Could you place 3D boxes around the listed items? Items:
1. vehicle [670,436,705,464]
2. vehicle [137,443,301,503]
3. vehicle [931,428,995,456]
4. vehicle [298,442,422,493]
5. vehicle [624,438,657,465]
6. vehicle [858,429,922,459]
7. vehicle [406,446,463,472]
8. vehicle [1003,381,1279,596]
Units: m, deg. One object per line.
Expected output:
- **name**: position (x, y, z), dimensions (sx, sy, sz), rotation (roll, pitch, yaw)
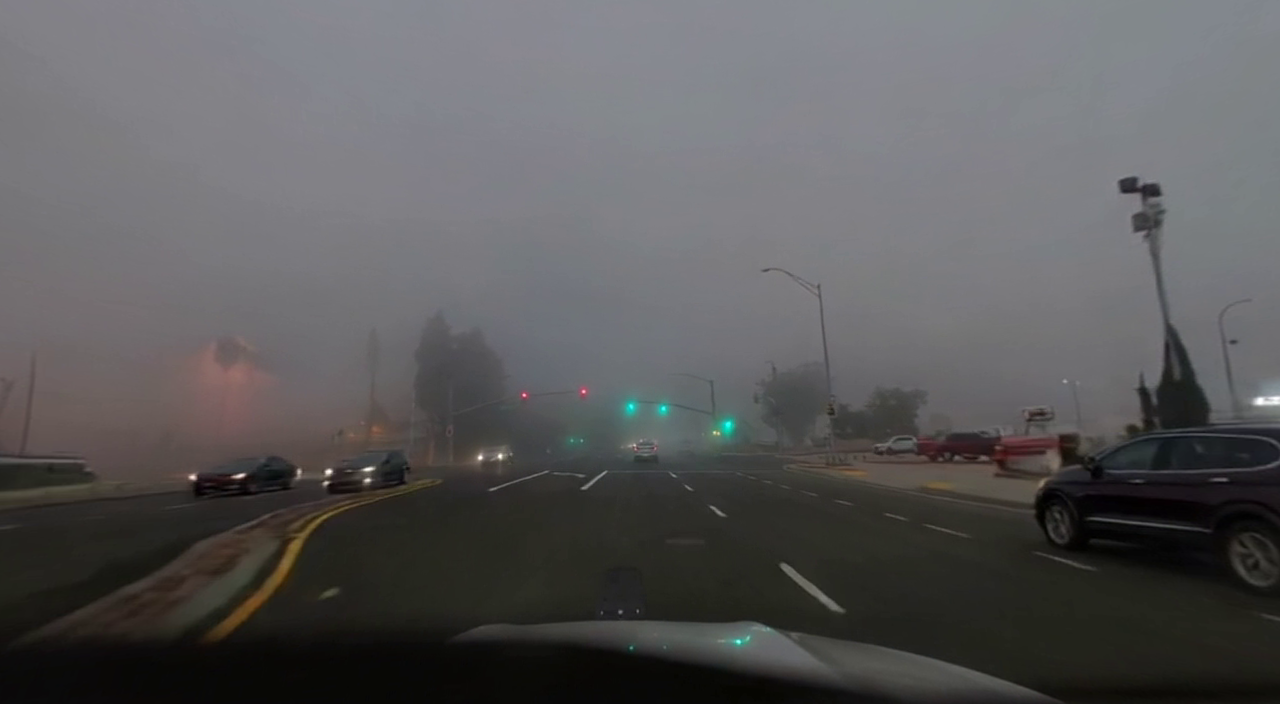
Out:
- **vehicle**: position (3.453, 7.296, 47.205), dimensions (2.190, 1.913, 5.174), rotation (0, -8, 0)
- **vehicle**: position (-12.622, 3.613, 19.414), dimensions (1.972, 1.590, 4.370), rotation (0, -8, 1)
- **vehicle**: position (21.313, 5.956, 41.916), dimensions (1.932, 1.729, 4.354), rotation (-1, -8, 0)
- **vehicle**: position (-9.378, 3.888, 21.750), dimensions (2.042, 1.555, 4.748), rotation (0, -8, 1)
- **vehicle**: position (0.036, 6.777, 43.161), dimensions (2.177, 1.754, 3.815), rotation (0, -8, 1)
- **vehicle**: position (16.257, 6.004, 41.504), dimensions (2.144, 1.816, 4.688), rotation (-1, -8, -1)
- **vehicle**: position (-12.839, 6.695, 39.867), dimensions (1.974, 1.557, 4.790), rotation (0, -8, 0)
- **vehicle**: position (6.442, 1.369, 6.800), dimensions (2.066, 1.807, 4.893), rotation (0, -8, -1)
